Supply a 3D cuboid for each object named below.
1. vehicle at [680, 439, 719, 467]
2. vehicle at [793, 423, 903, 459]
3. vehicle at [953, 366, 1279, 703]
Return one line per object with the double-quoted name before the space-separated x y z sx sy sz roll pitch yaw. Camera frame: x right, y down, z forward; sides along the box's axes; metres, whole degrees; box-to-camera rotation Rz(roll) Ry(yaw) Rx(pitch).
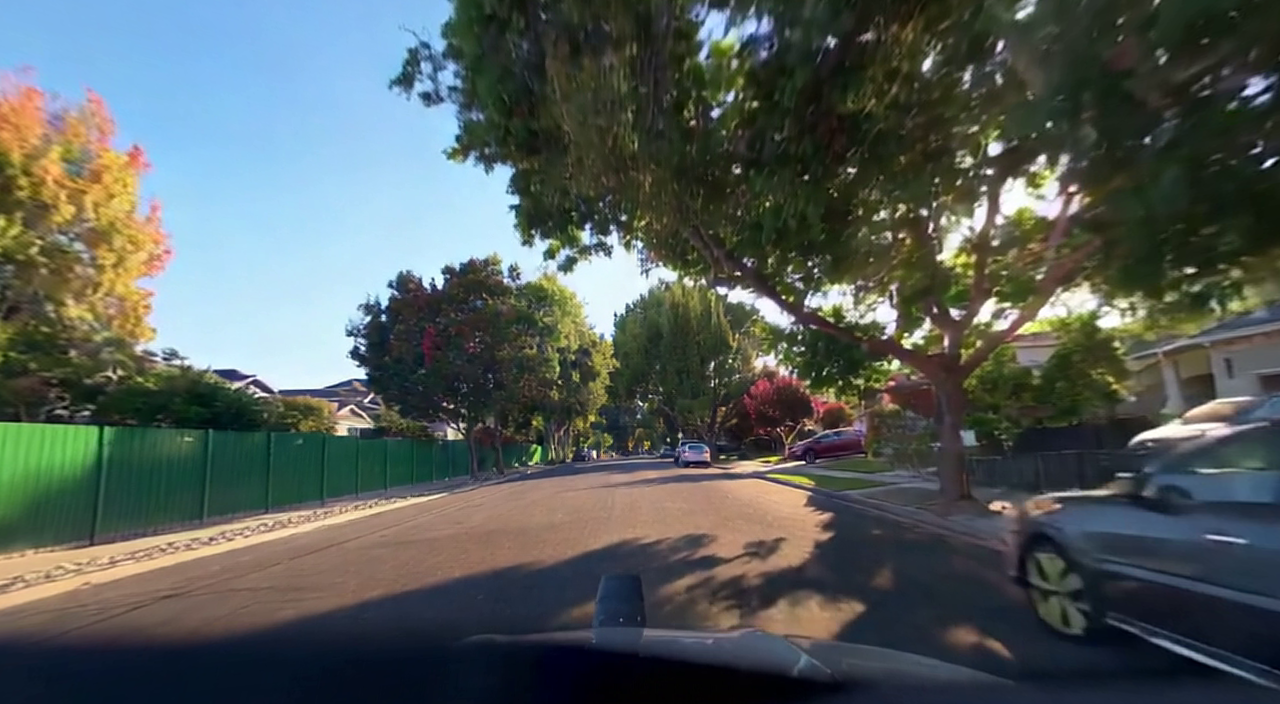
"vehicle" 3.853 6.681 41.928 2.122 1.673 4.876 0 -8 0
"vehicle" 11.025 4.786 33.819 5.046 1.800 2.201 -1 -8 1
"vehicle" 3.670 0.922 2.849 2.165 1.688 4.642 -2 -9 1
